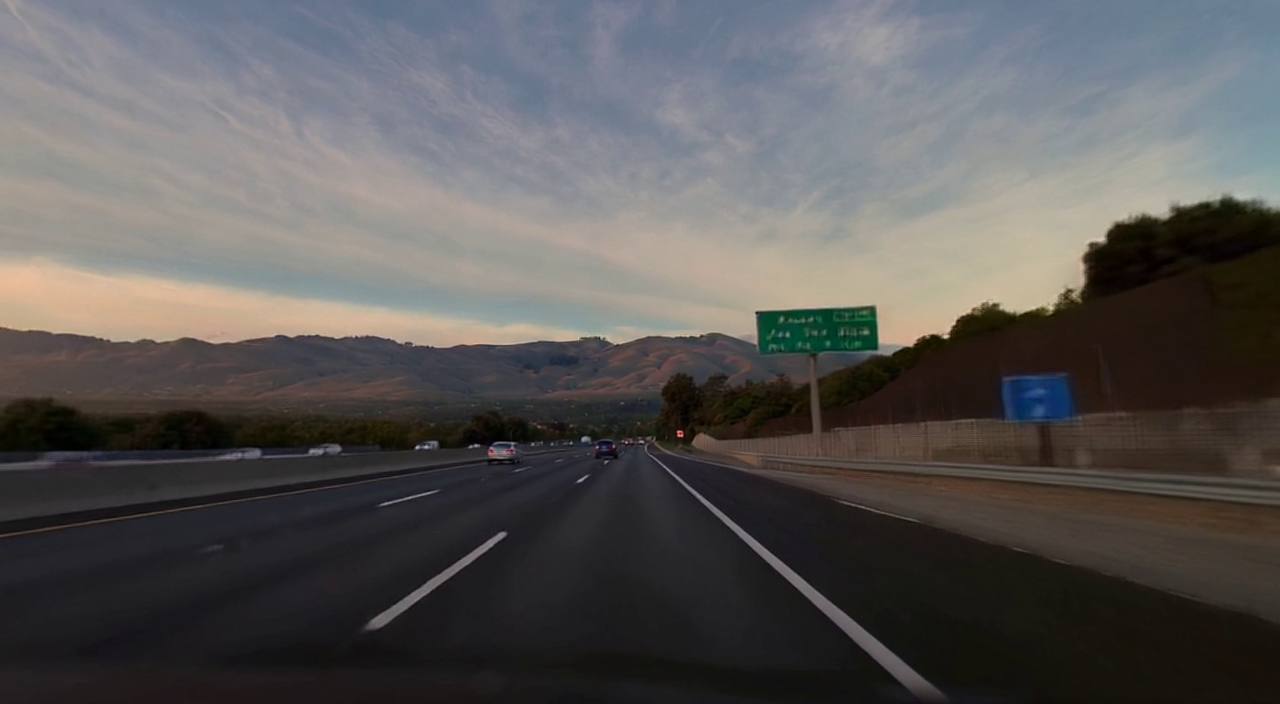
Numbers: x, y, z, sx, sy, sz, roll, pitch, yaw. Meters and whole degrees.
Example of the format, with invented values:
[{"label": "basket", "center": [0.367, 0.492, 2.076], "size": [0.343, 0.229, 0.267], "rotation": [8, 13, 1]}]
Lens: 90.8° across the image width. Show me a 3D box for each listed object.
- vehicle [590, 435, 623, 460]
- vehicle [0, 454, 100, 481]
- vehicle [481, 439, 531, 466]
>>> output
[{"label": "vehicle", "center": [-2.421, 7.032, 46.653], "size": [2.029, 1.753, 4.718], "rotation": [0, -8, 1]}, {"label": "vehicle", "center": [-33.021, 6.395, 35.296], "size": [1.845, 1.331, 4.385], "rotation": [1, -9, -1]}, {"label": "vehicle", "center": [-7.730, 5.856, 36.981], "size": [1.930, 1.508, 4.567], "rotation": [0, -8, 0]}]
